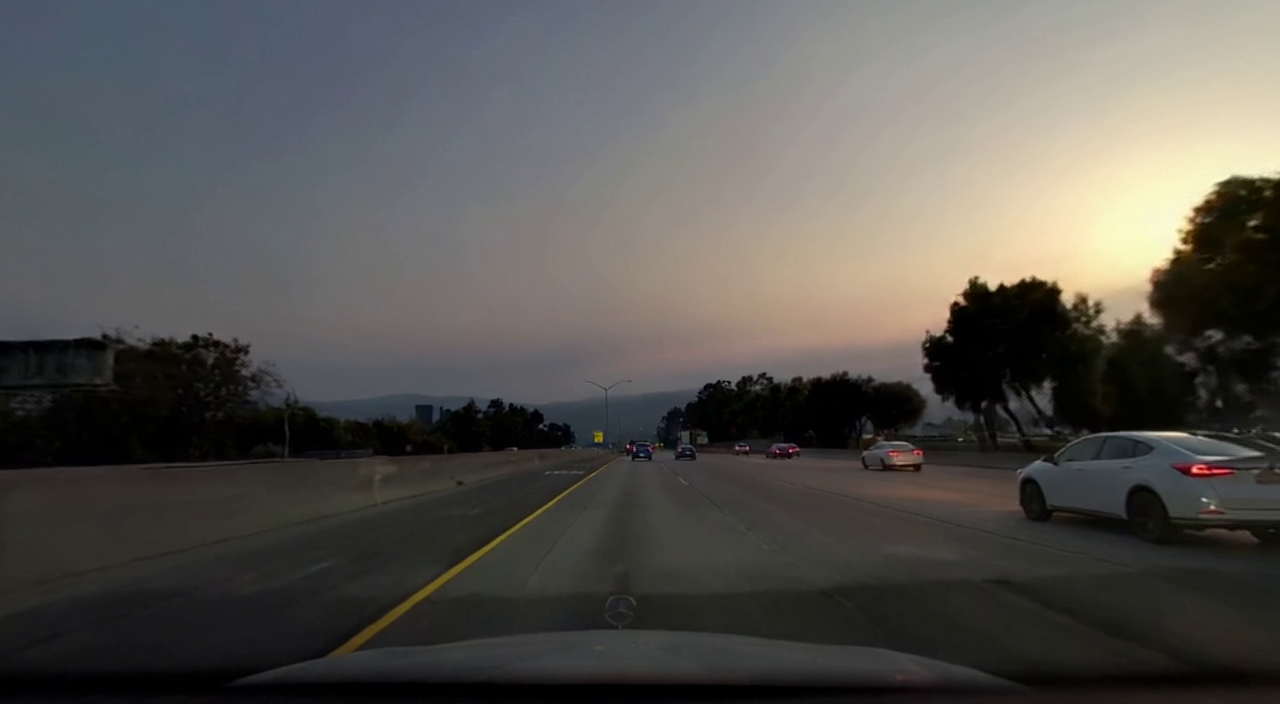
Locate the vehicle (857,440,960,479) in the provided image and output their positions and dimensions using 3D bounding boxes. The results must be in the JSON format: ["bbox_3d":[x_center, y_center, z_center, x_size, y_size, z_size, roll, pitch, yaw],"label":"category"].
[{"bbox_3d":[10.968,4.403,26.284,2.087,1.442,4.834,0,-8,-1],"label":"vehicle"}]

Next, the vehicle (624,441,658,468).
[{"bbox_3d":[0.001,6.459,40.024,1.864,1.566,4.446,-1,-8,-3],"label":"vehicle"}]

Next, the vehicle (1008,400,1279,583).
[{"bbox_3d":[6.942,1.572,7.759,2.027,1.679,4.543,0,-8,-1],"label":"vehicle"}]
